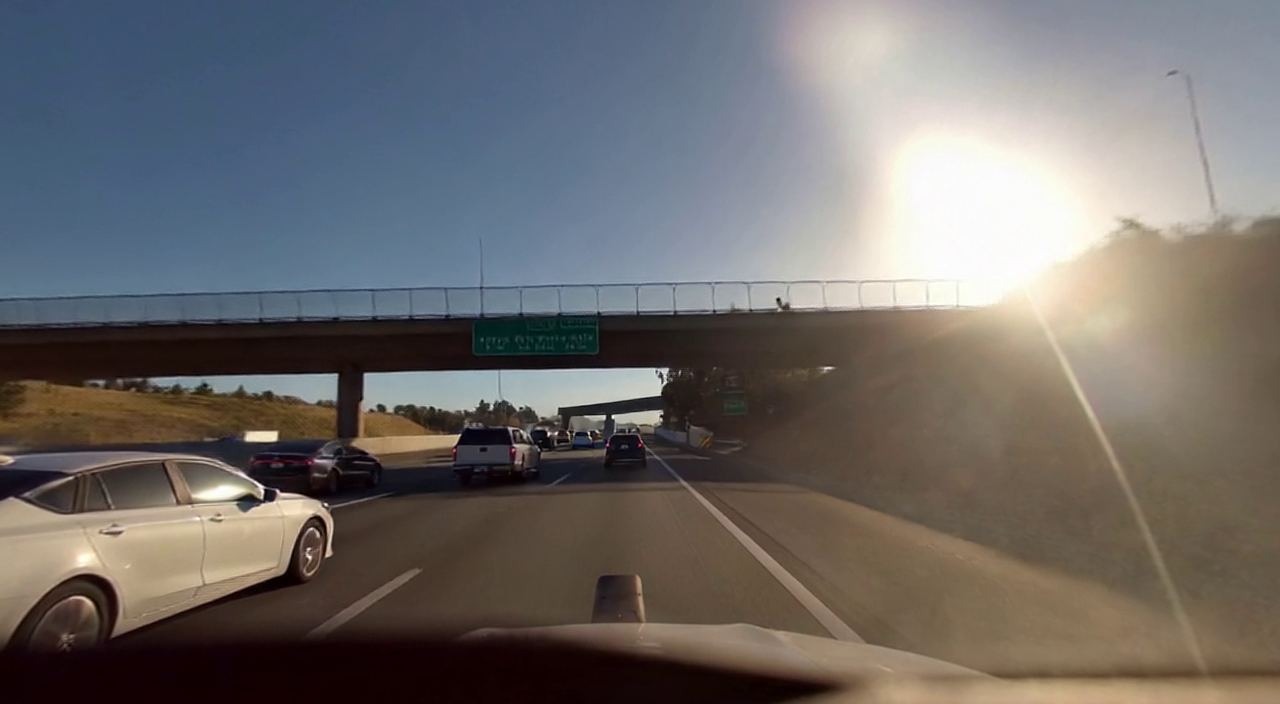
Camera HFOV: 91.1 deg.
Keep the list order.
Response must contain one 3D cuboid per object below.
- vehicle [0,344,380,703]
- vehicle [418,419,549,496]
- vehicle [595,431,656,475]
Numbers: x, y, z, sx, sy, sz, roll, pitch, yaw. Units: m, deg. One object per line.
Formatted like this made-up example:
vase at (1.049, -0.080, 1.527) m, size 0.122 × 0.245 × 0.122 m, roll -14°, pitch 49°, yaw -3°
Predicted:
vehicle at (-3.843, 1.063, 4.495) m, size 2.107 × 1.703 × 4.274 m, roll 0°, pitch -8°, yaw 0°
vehicle at (-3.803, 2.657, 16.264) m, size 2.154 × 1.690 × 4.595 m, roll 0°, pitch -8°, yaw 1°
vehicle at (-0.510, 3.669, 23.062) m, size 2.070 × 1.452 × 3.834 m, roll 0°, pitch -8°, yaw -1°
